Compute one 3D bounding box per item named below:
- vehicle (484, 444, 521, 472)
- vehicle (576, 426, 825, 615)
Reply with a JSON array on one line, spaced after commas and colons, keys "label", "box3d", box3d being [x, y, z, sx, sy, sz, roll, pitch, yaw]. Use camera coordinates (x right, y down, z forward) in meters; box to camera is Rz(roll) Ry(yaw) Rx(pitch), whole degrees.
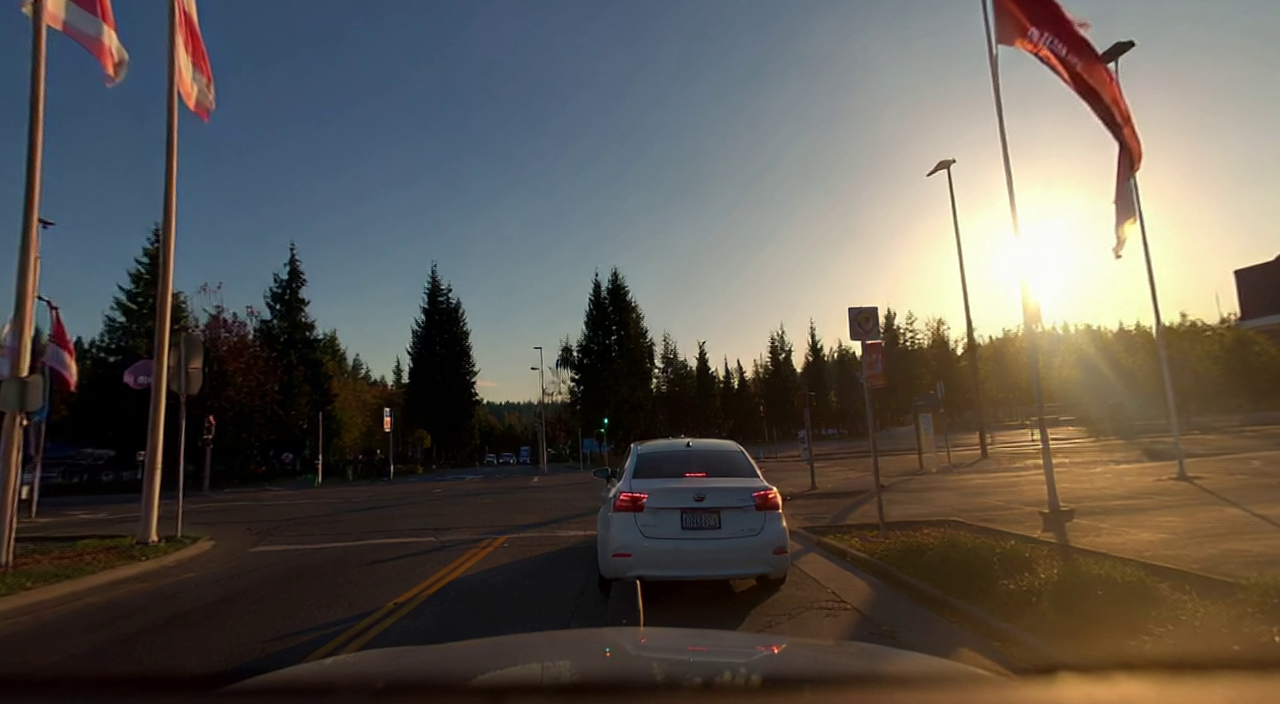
[{"label": "vehicle", "box3d": [-10.234, 7.880, 47.173, 2.212, 1.948, 4.537, 1, -9, -6]}, {"label": "vehicle", "box3d": [0.386, 1.620, 6.892, 1.985, 1.463, 3.647, 0, -9, -3]}]
